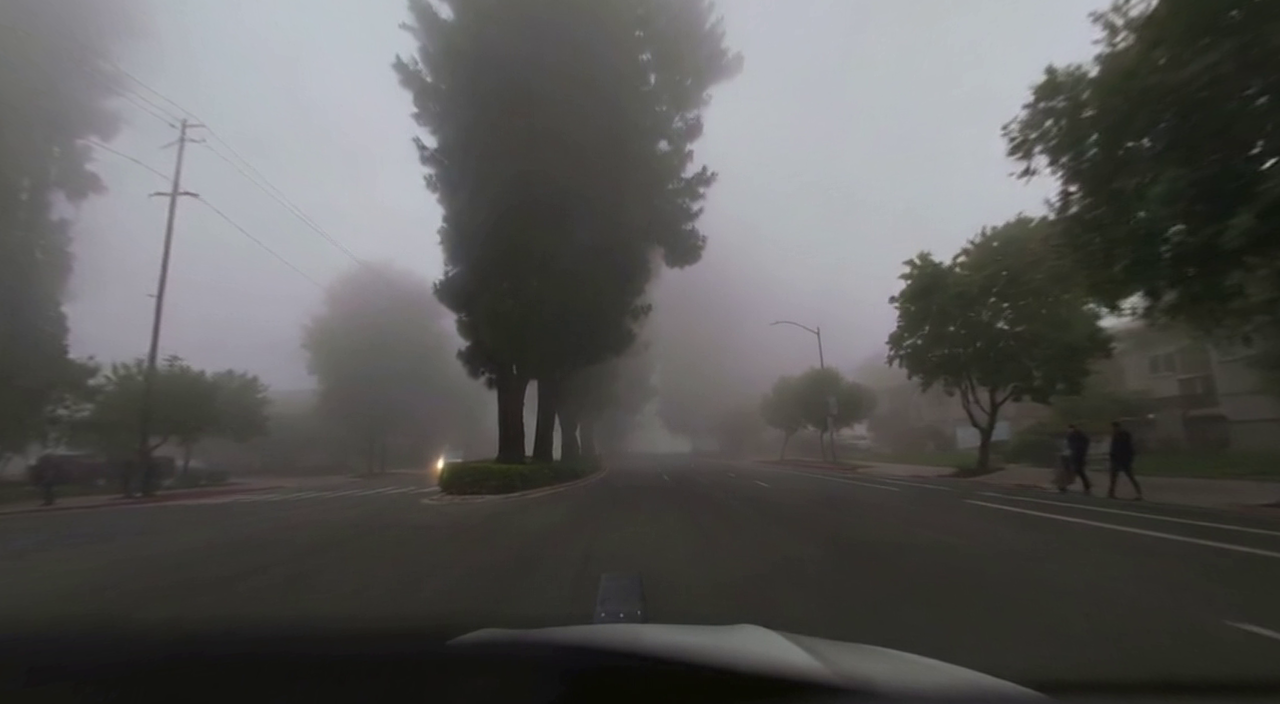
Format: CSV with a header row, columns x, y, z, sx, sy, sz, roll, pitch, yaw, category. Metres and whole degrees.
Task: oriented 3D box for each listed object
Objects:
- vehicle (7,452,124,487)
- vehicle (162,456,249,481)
x,y,z,sx,sy,sz,roll,pitch,yaw,category
-35.346,7.214,39.100,2.094,1.839,5.001,-4,-9,11,vehicle
-29.019,7.785,42.354,1.898,1.489,4.667,-2,-9,13,vehicle
